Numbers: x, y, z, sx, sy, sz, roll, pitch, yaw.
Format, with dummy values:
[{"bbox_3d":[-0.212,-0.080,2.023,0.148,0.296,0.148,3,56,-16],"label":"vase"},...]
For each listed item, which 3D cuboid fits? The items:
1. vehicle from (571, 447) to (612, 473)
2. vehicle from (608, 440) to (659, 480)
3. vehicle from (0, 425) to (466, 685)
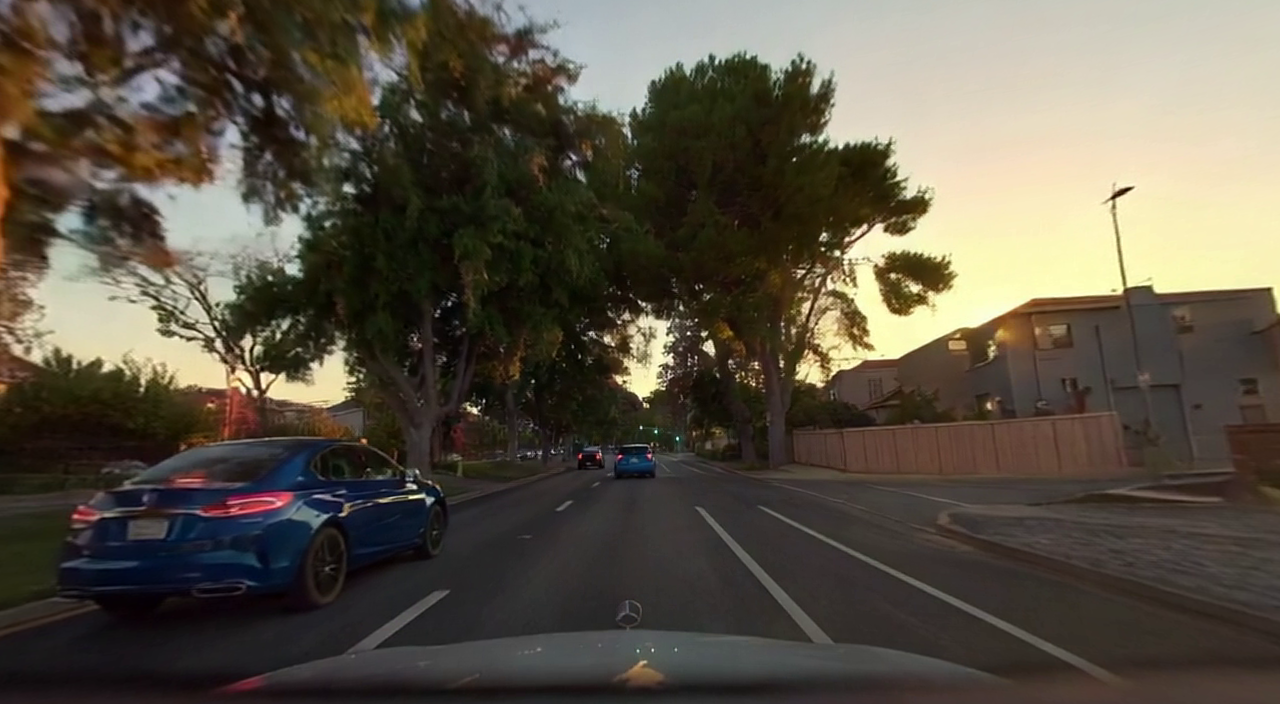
[{"bbox_3d":[-2.851,6.457,37.796,2.032,1.433,4.458,0,-8,2],"label":"vehicle"},{"bbox_3d":[-0.246,4.977,29.184,2.220,1.742,4.047,0,-8,1],"label":"vehicle"},{"bbox_3d":[-3.551,1.541,6.179,2.105,1.469,4.978,0,-8,2],"label":"vehicle"}]
